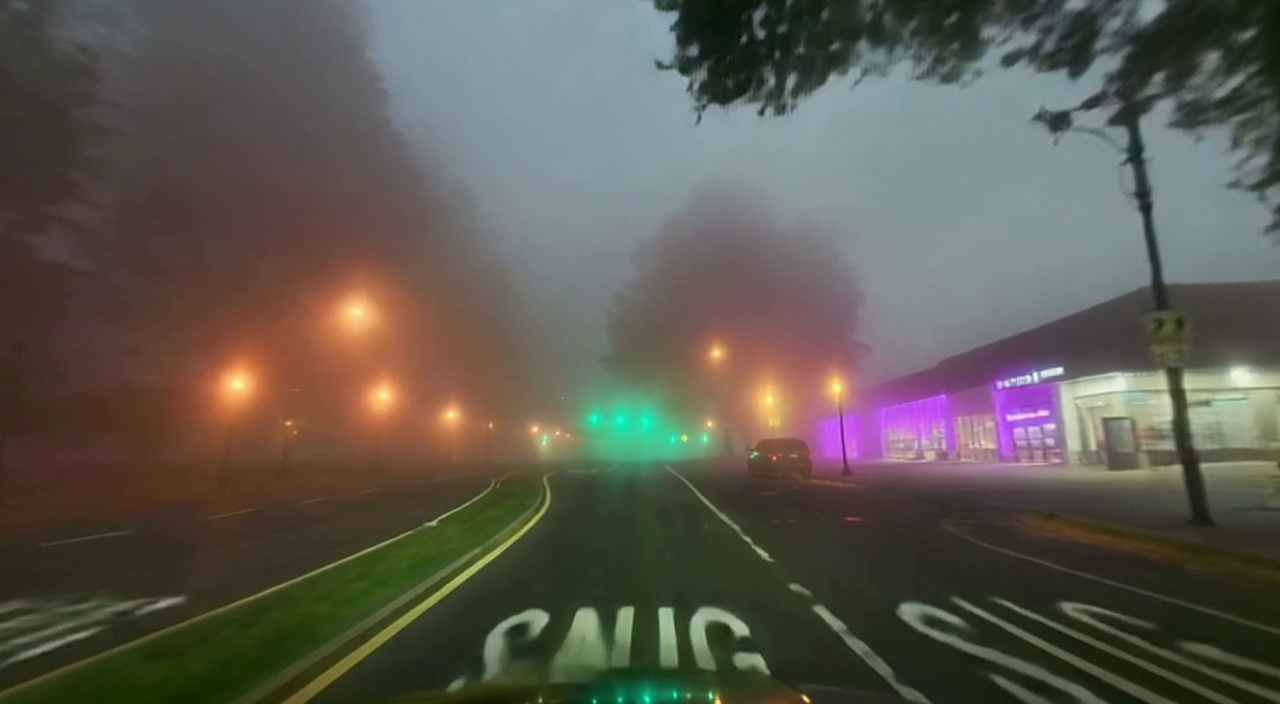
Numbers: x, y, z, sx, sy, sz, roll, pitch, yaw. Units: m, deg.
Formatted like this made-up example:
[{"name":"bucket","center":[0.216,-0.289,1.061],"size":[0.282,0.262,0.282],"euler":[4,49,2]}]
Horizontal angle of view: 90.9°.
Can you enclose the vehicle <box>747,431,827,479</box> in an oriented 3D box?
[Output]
[{"name":"vehicle","center":[6.326,4.510,27.876],"size":[2.112,1.894,4.910],"euler":[0,-8,-3]}]
